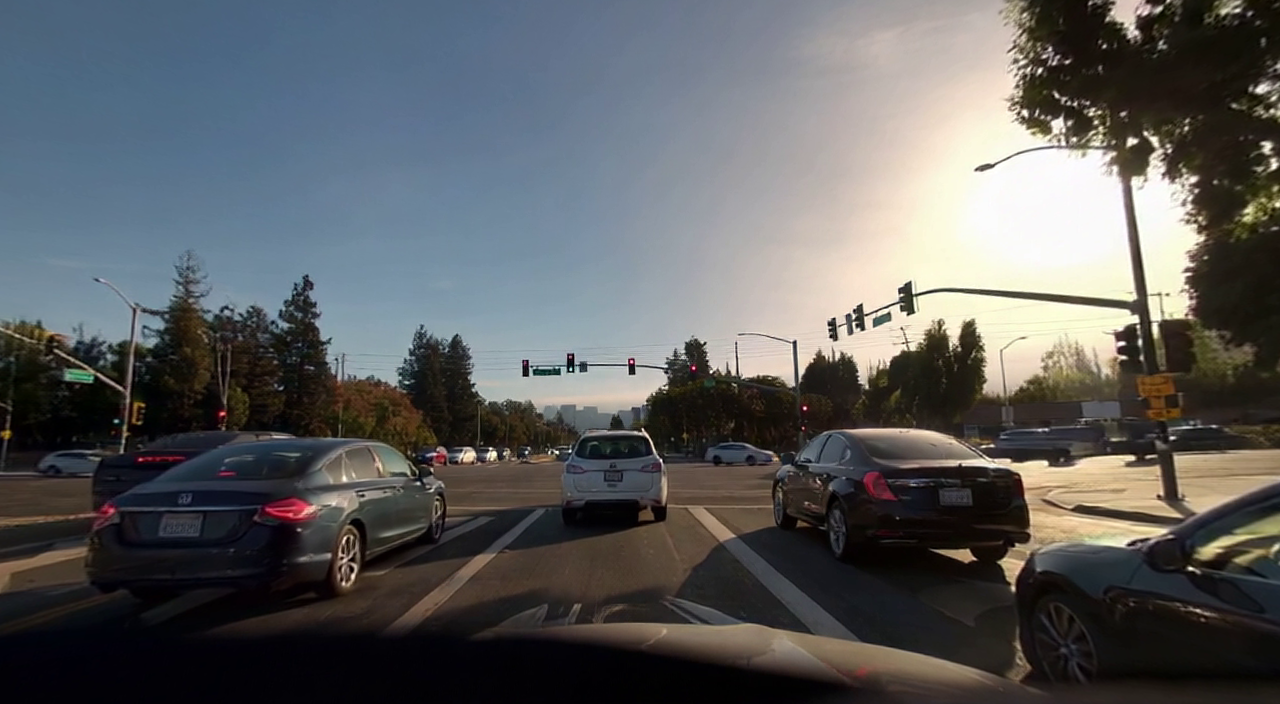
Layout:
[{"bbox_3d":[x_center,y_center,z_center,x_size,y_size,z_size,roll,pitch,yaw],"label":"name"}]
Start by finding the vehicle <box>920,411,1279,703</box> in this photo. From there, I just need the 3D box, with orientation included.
[{"bbox_3d":[3.251,1.028,2.803,1.960,1.460,4.233,0,-8,-2],"label":"vehicle"}]

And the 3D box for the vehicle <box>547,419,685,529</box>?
[{"bbox_3d":[-0.404,2.271,12.240,2.215,1.749,3.976,0,-8,0],"label":"vehicle"}]

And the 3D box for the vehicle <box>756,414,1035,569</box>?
[{"bbox_3d":[3.287,1.884,9.353,2.097,1.707,4.461,0,-8,-2],"label":"vehicle"}]

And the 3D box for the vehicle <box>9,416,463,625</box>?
[{"bbox_3d":[-3.541,1.538,6.796,1.941,1.492,4.399,0,-8,1],"label":"vehicle"}]
